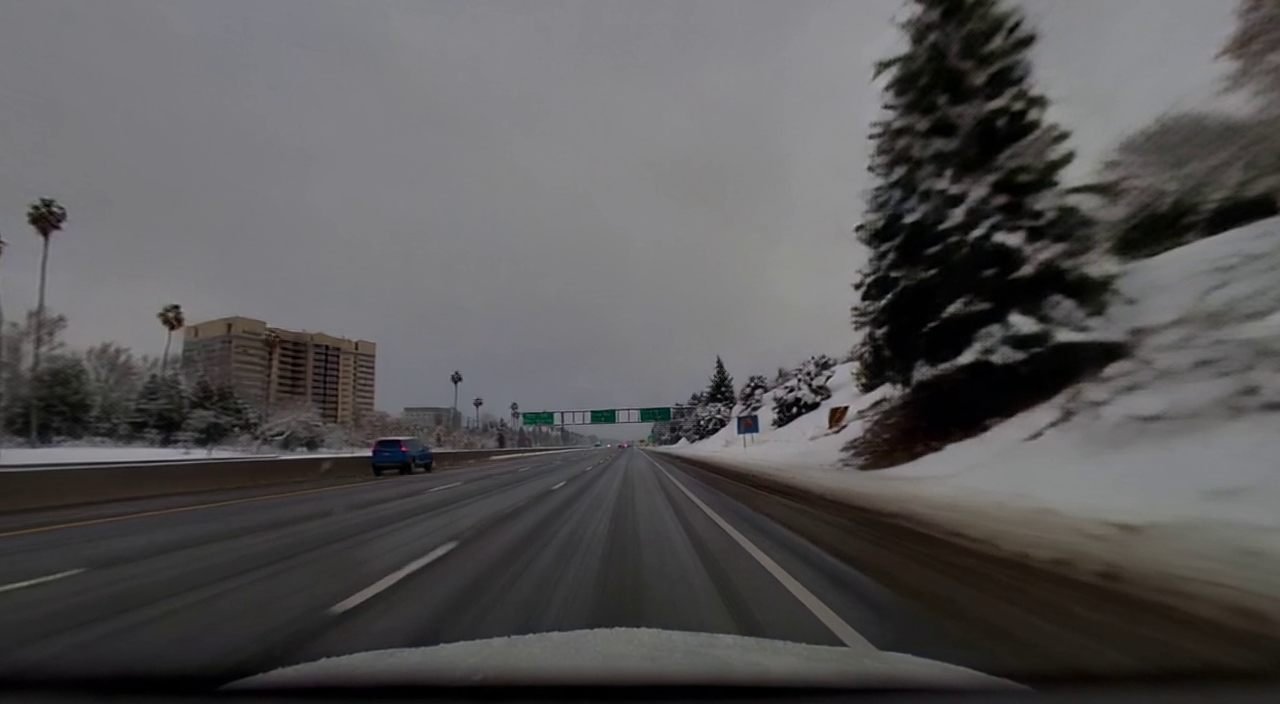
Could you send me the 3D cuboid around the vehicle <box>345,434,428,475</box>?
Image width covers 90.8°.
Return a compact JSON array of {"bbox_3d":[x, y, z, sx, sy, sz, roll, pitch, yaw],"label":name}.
[{"bbox_3d":[-11.833,4.821,29.844,2.016,1.754,4.543,0,-8,0],"label":"vehicle"}]
